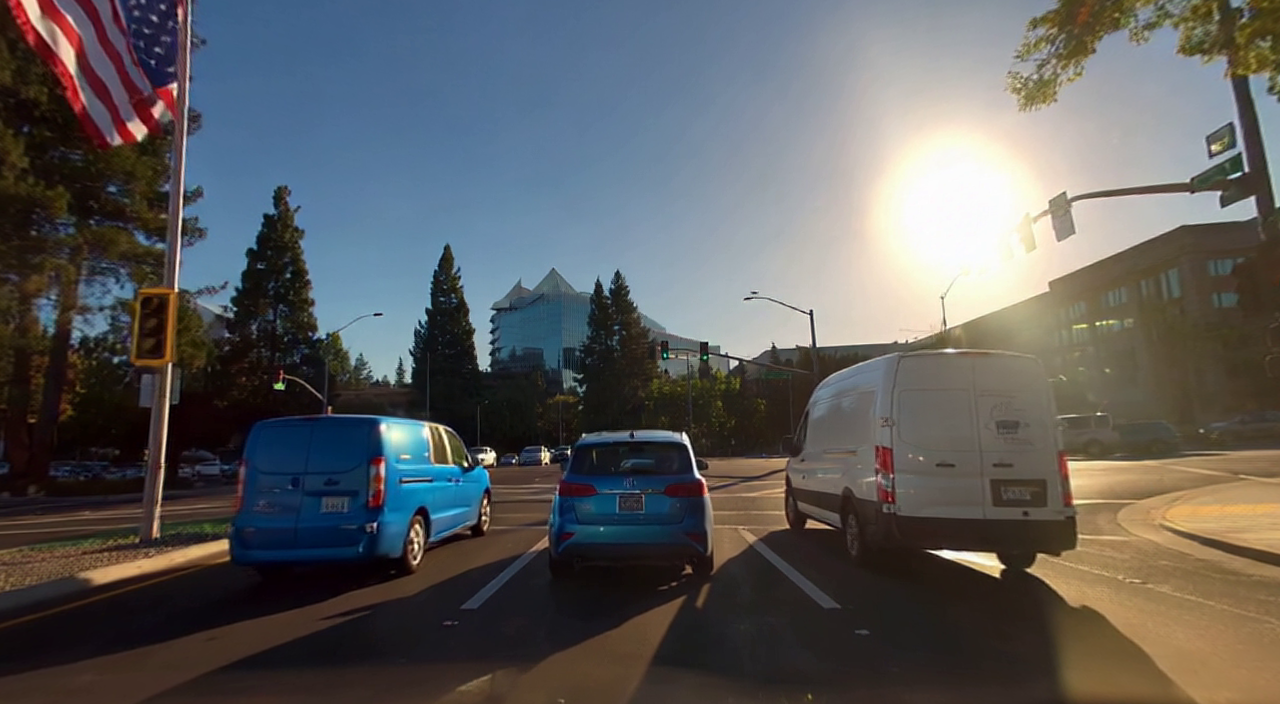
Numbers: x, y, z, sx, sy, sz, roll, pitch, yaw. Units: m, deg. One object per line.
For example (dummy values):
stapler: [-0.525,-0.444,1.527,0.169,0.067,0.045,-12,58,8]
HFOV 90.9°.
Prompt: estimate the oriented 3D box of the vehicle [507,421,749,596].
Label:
vehicle: [-0.134,1.670,7.600,2.098,1.494,4.118,0,-9,-1]

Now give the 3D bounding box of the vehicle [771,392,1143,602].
vehicle: [3.109,1.543,7.548,2.178,1.746,4.400,0,-9,1]

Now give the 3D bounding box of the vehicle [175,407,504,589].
vehicle: [-3.269,1.666,7.973,2.024,1.677,3.998,0,-9,3]
